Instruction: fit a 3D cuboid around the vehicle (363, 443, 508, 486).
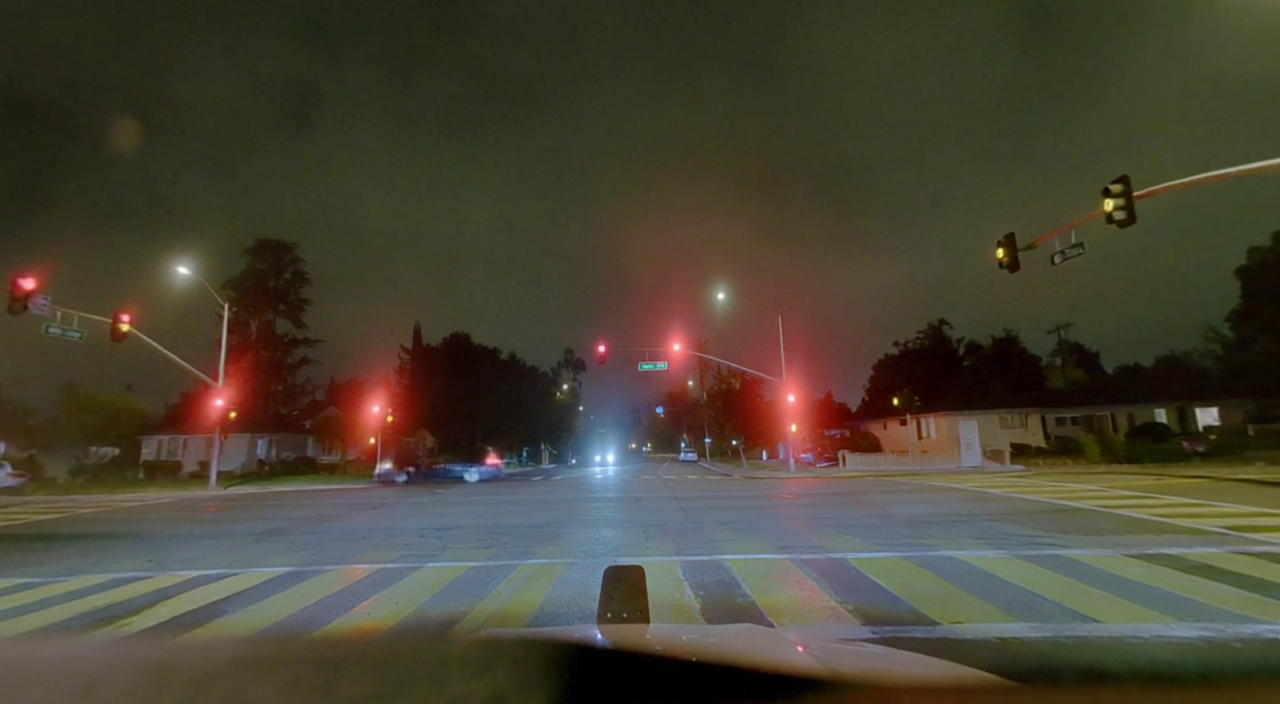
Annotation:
[{"bbox_3d":[-7.236,4.011,22.656,4.562,1.460,1.822,0,-8,0],"label":"vehicle"}]
